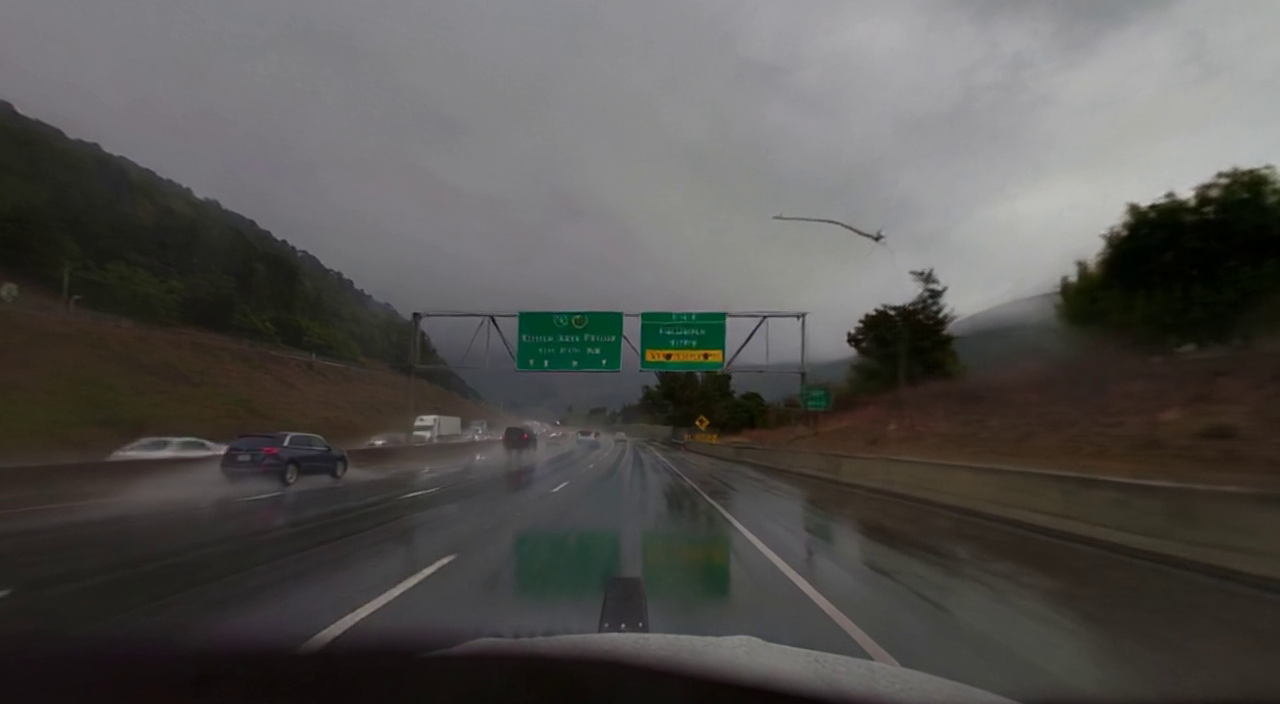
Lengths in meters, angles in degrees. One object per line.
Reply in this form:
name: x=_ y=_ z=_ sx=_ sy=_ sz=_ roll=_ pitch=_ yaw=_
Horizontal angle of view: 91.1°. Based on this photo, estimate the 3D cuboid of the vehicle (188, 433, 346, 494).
vehicle: x=-11.139 y=3.352 z=19.245 sx=2.001 sy=1.625 sz=4.528 roll=0 pitch=-8 yaw=1

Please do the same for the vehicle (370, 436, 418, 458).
vehicle: x=-18.357 y=7.086 z=46.990 sx=1.889 sy=1.546 sz=4.305 roll=0 pitch=-8 yaw=0

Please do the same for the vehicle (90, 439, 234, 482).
vehicle: x=-18.200 y=4.122 z=24.239 sx=1.909 sy=1.482 sz=4.647 roll=0 pitch=-8 yaw=0
